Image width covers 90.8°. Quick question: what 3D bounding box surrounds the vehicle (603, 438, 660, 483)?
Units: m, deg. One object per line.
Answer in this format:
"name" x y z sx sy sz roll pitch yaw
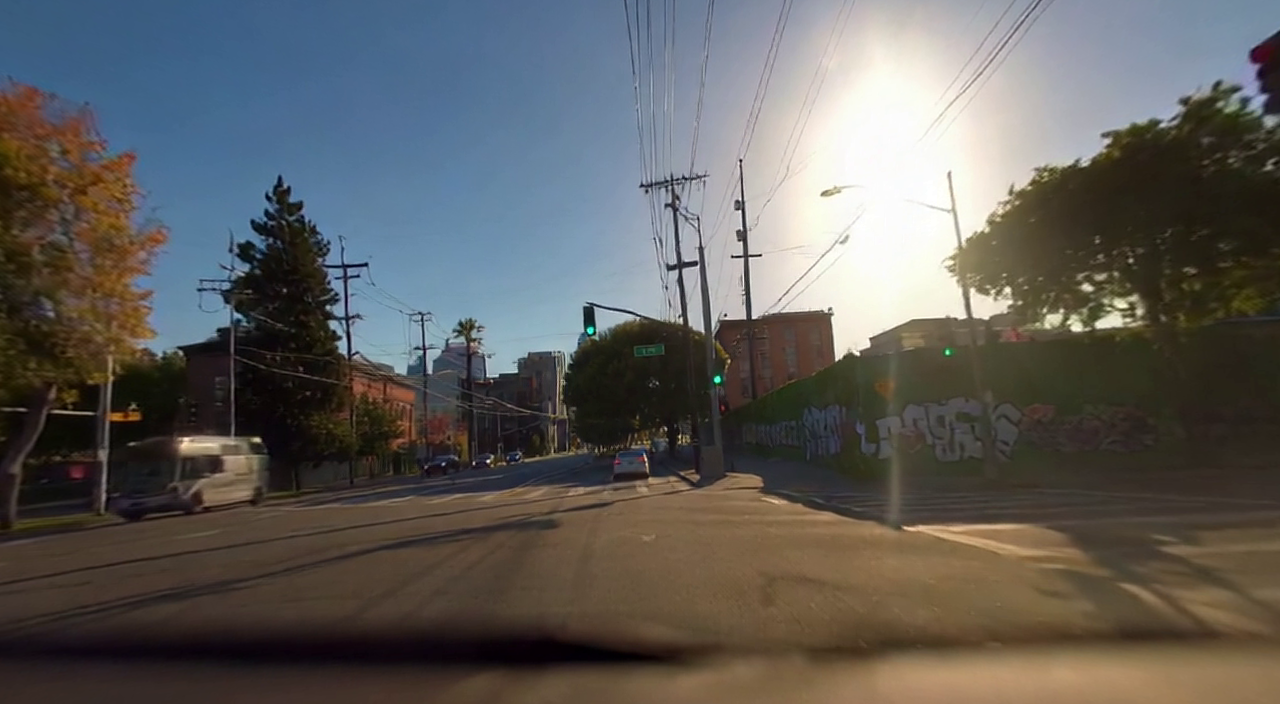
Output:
"vehicle" -0.333 4.316 25.447 2.105 1.611 3.750 -1 -8 -1

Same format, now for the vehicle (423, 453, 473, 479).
"vehicle" -13.084 7.764 43.336 1.992 1.585 4.375 -1 -8 0

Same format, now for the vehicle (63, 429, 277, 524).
"vehicle" -15.757 4.110 21.956 2.356 2.730 6.606 -1 -8 0

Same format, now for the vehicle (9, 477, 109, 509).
"vehicle" -32.622 7.901 35.613 1.821 1.468 3.884 -1 -8 3
